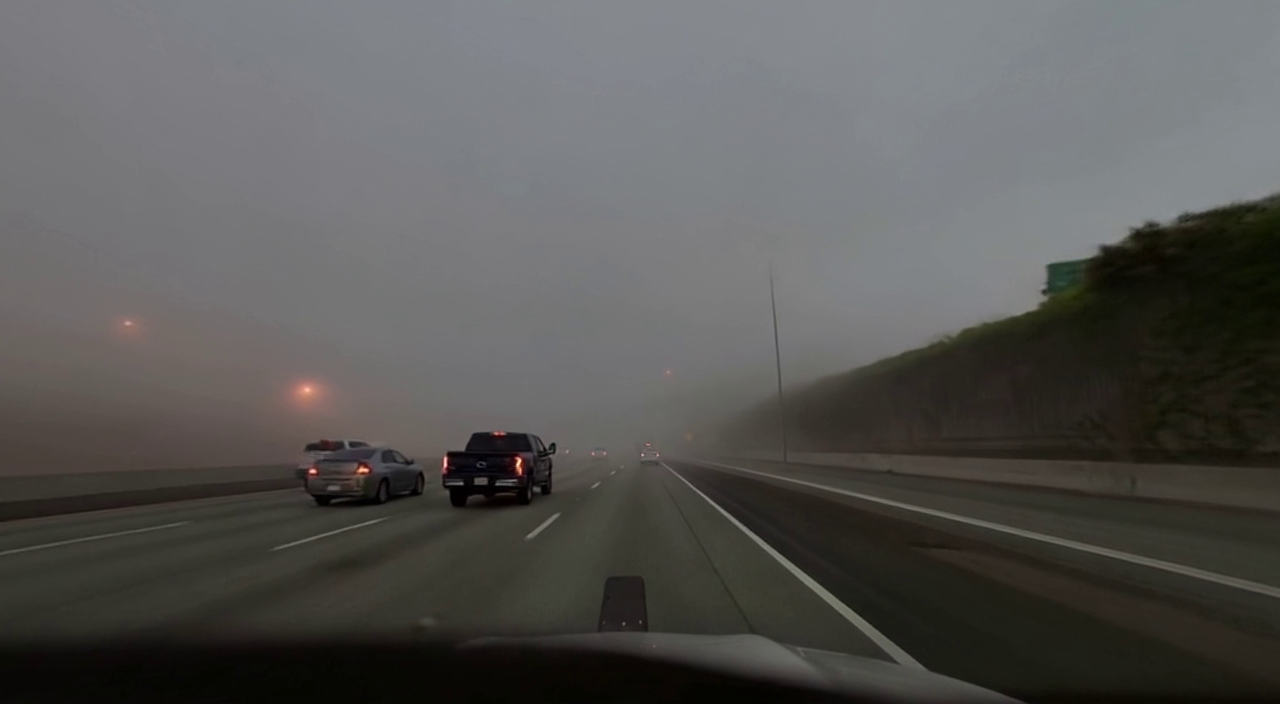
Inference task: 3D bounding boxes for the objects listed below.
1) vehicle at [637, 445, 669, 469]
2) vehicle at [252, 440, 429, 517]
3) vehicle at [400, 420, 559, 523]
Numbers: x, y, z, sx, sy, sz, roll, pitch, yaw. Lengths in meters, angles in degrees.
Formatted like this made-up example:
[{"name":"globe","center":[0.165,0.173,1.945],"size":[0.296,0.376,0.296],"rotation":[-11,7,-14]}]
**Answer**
[{"name":"vehicle","center":[0.878,7.103,42.912],"size":[2.073,1.480,4.343],"rotation":[-1,-8,1]},{"name":"vehicle","center":[-6.546,2.773,14.444],"size":[1.887,1.475,4.316],"rotation":[-1,-8,1]},{"name":"vehicle","center":[-3.151,2.472,13.643],"size":[2.124,1.787,4.830],"rotation":[-1,-8,1]}]
